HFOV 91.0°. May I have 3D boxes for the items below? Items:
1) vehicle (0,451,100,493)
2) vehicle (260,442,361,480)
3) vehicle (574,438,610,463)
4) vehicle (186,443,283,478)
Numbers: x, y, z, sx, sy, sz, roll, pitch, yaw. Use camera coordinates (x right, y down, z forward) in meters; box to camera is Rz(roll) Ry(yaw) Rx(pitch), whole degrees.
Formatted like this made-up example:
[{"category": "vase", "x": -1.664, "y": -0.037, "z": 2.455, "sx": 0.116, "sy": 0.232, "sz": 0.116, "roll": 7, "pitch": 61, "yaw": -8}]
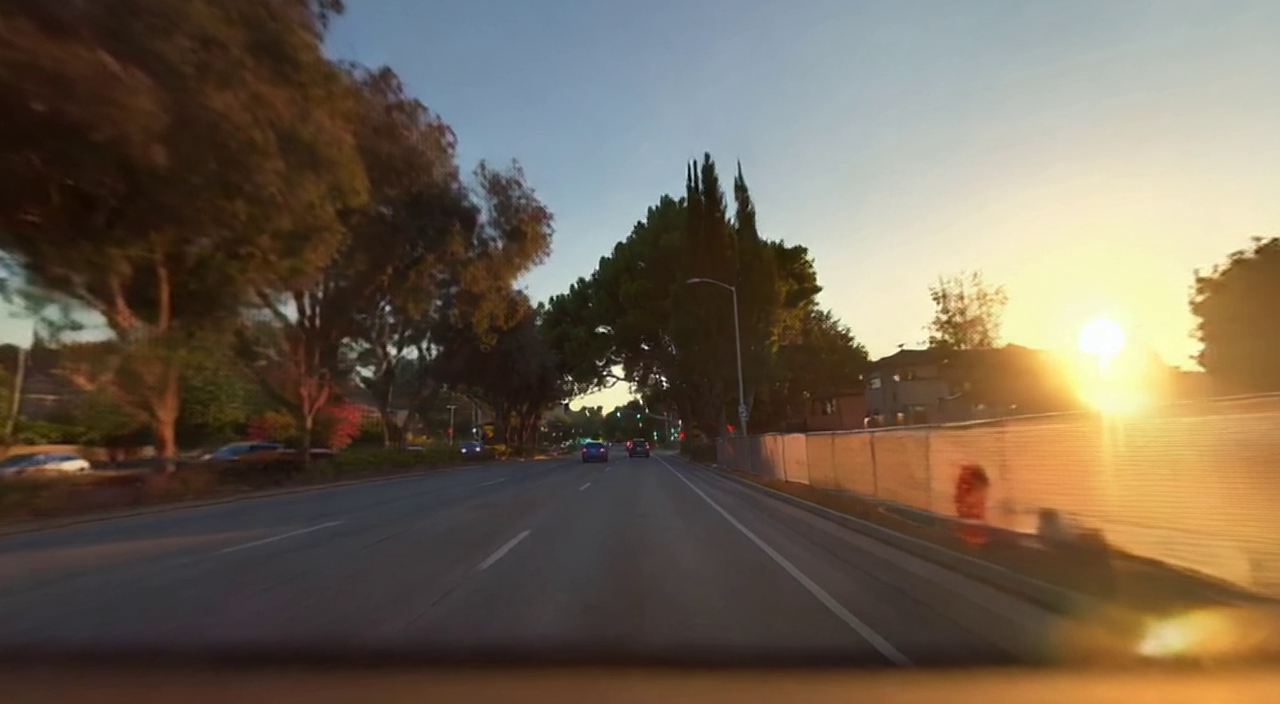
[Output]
[{"category": "vehicle", "x": -24.831, "y": 4.804, "z": 25.590, "sx": 1.834, "sy": 1.502, "sz": 4.346, "roll": 0, "pitch": -9, "yaw": 0}, {"category": "vehicle", "x": -14.250, "y": 4.732, "z": 27.540, "sx": 1.953, "sy": 1.509, "sz": 4.452, "roll": 0, "pitch": -9, "yaw": 1}, {"category": "vehicle", "x": -3.397, "y": 7.113, "z": 45.357, "sx": 2.198, "sy": 1.663, "sz": 4.519, "roll": 0, "pitch": -9, "yaw": 1}, {"category": "vehicle", "x": -21.001, "y": 5.626, "z": 32.901, "sx": 2.020, "sy": 1.685, "sz": 4.491, "roll": 0, "pitch": -9, "yaw": 0}]
